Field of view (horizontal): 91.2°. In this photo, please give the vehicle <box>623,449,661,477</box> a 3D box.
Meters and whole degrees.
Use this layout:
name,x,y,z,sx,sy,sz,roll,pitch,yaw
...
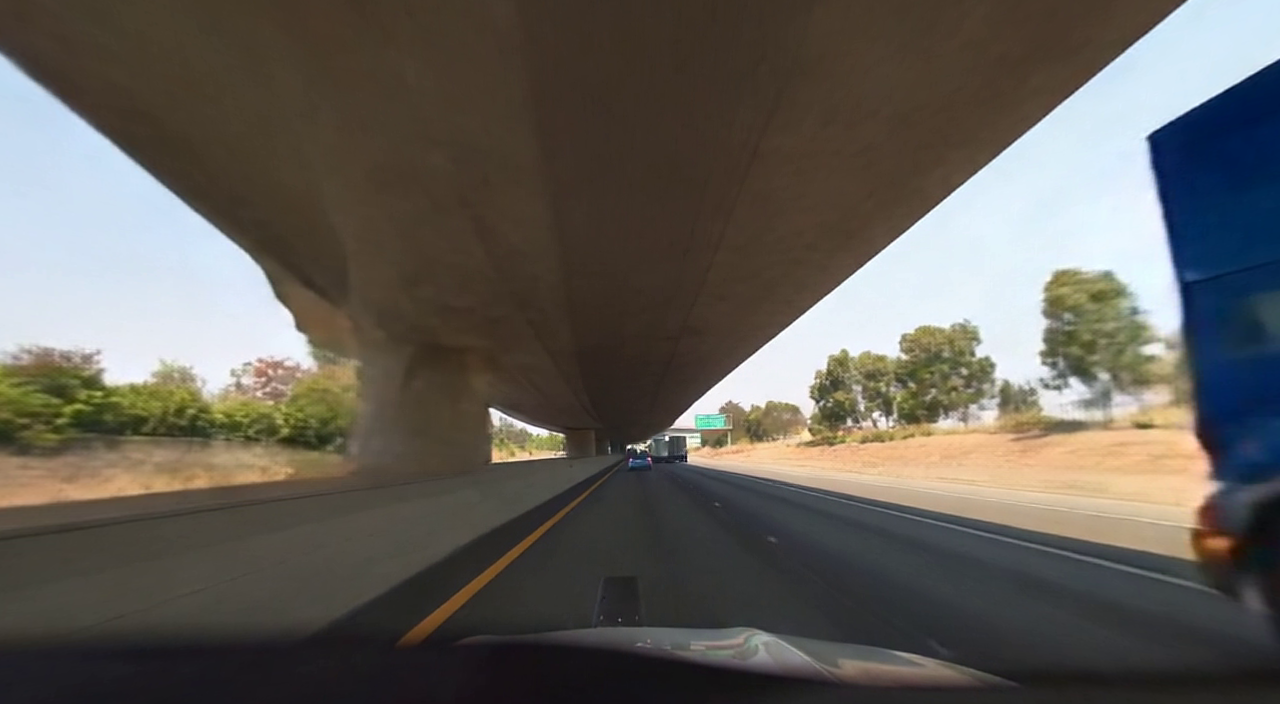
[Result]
name,x,y,z,sx,sy,sz,roll,pitch,yaw
vehicle,0.091,6.292,35.776,2.083,1.473,3.923,0,-9,-1
